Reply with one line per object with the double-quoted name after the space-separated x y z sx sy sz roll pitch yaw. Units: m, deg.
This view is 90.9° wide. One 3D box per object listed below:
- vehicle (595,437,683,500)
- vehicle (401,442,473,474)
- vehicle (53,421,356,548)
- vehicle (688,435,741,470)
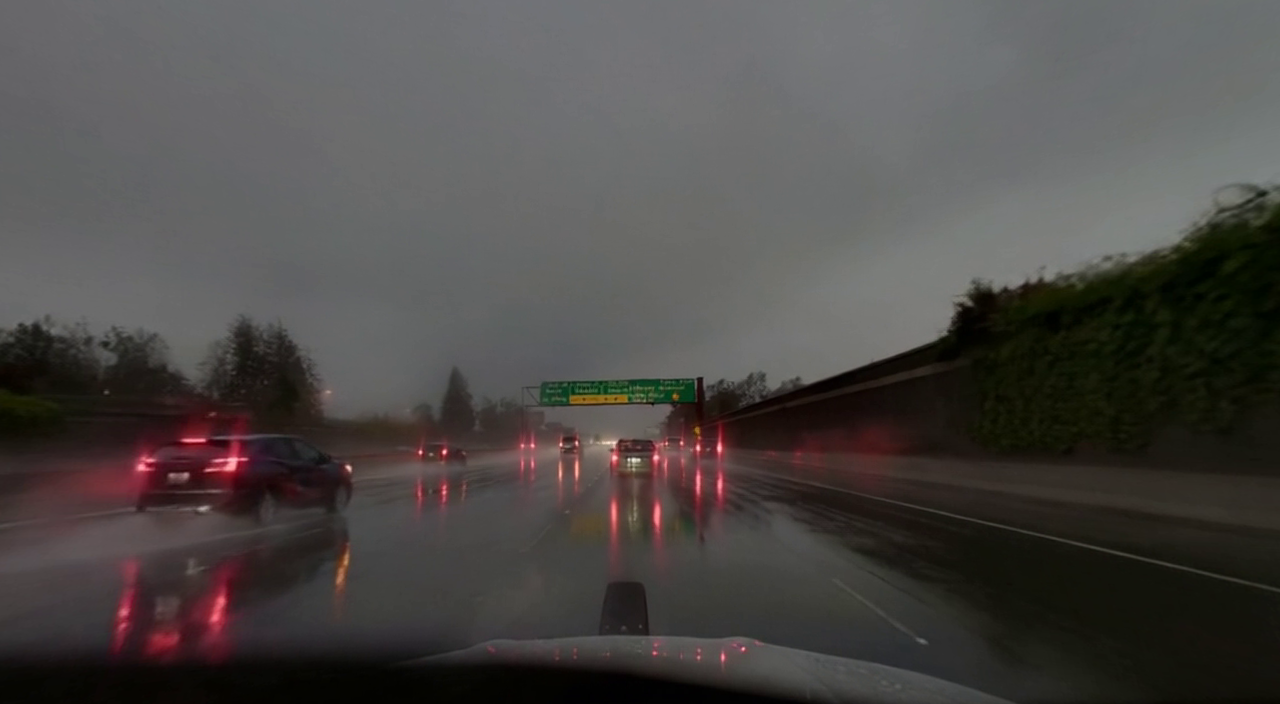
-0.064 3.051 16.954 2.042 1.446 4.269 0 -8 -1 "vehicle"
-10.327 5.411 32.541 2.019 1.510 4.992 0 -8 0 "vehicle"
-6.752 2.074 10.560 2.060 1.669 4.242 0 -8 -1 "vehicle"
3.870 5.307 33.581 2.100 1.707 4.342 0 -8 -2 "vehicle"
